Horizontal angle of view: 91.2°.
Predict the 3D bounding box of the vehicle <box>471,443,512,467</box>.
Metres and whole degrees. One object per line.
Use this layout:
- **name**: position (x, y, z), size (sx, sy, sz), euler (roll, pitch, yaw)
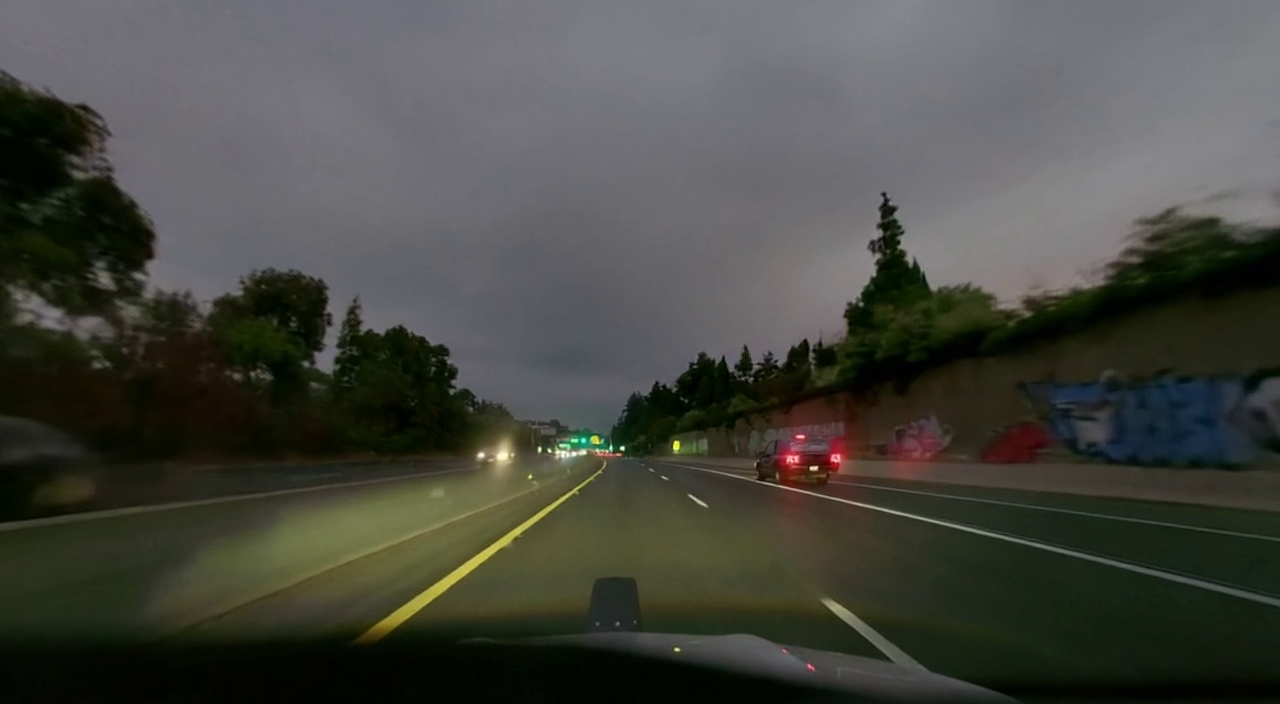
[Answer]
- **vehicle**: position (-9.995, 6.979, 42.519), size (1.834, 1.482, 3.947), euler (0, -9, 0)
